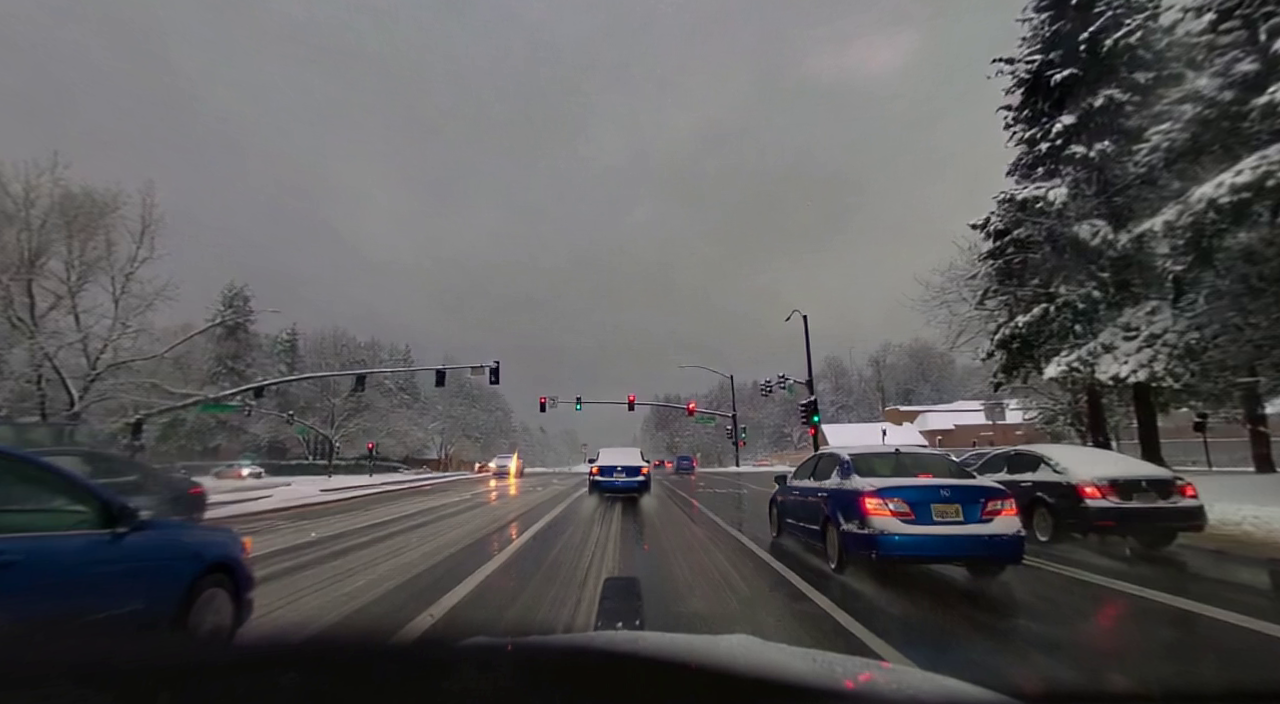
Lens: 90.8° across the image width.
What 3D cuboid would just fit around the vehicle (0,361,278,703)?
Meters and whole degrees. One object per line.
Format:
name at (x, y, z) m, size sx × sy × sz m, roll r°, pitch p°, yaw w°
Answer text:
vehicle at (-3.325, 0.764, 1.698) m, size 2.073 × 1.606 × 4.364 m, roll 0°, pitch -8°, yaw 0°

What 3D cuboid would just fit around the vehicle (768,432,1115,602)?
vehicle at (3.171, 1.811, 7.955) m, size 2.053 × 1.490 × 4.464 m, roll 0°, pitch -8°, yaw -2°

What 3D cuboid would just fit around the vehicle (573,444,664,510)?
vehicle at (-0.510, 3.148, 16.451) m, size 2.065 × 1.464 × 4.216 m, roll 0°, pitch -8°, yaw -1°

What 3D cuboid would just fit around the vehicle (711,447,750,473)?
vehicle at (6.796, 8.138, 47.938) m, size 2.113 × 1.789 × 4.622 m, roll 0°, pitch -8°, yaw -2°

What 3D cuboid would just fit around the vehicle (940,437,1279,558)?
vehicle at (6.899, 2.118, 10.031) m, size 2.004 × 1.455 × 4.417 m, roll 0°, pitch -8°, yaw -1°

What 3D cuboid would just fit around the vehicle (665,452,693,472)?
vehicle at (3.028, 8.704, 49.970) m, size 1.850 × 1.438 × 4.166 m, roll 0°, pitch -8°, yaw -1°

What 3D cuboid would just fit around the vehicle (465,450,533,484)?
vehicle at (-6.784, 5.573, 31.018) m, size 2.032 × 1.448 × 5.500 m, roll 0°, pitch -8°, yaw 0°
